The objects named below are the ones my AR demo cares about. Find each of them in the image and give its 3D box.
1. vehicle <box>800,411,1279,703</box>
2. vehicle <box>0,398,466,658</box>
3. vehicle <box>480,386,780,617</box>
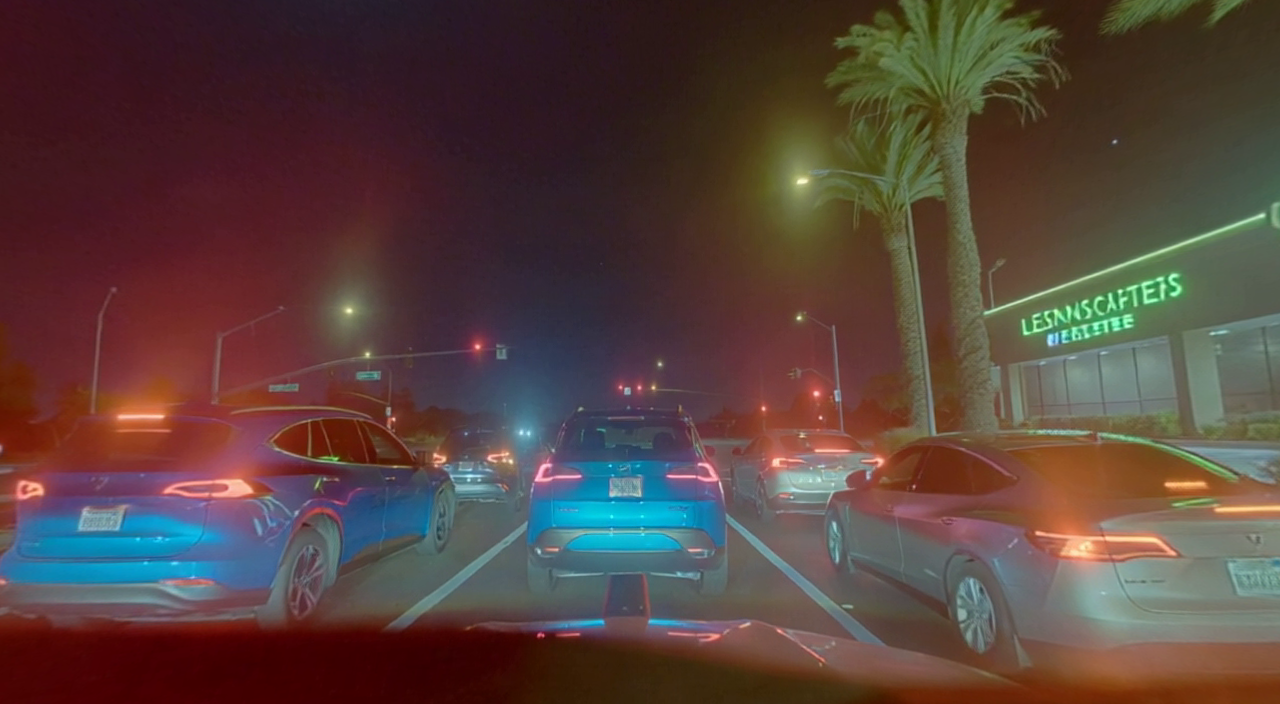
[{"bbox_3d":[2.973,1.368,5.253,2.017,1.491,4.611,0,-8,-1],"label":"vehicle"},{"bbox_3d":[-3.353,1.378,6.053,2.014,1.534,4.455,0,-8,1],"label":"vehicle"},{"bbox_3d":[-0.138,1.459,7.069,2.280,1.747,4.361,0,-8,-2],"label":"vehicle"}]
